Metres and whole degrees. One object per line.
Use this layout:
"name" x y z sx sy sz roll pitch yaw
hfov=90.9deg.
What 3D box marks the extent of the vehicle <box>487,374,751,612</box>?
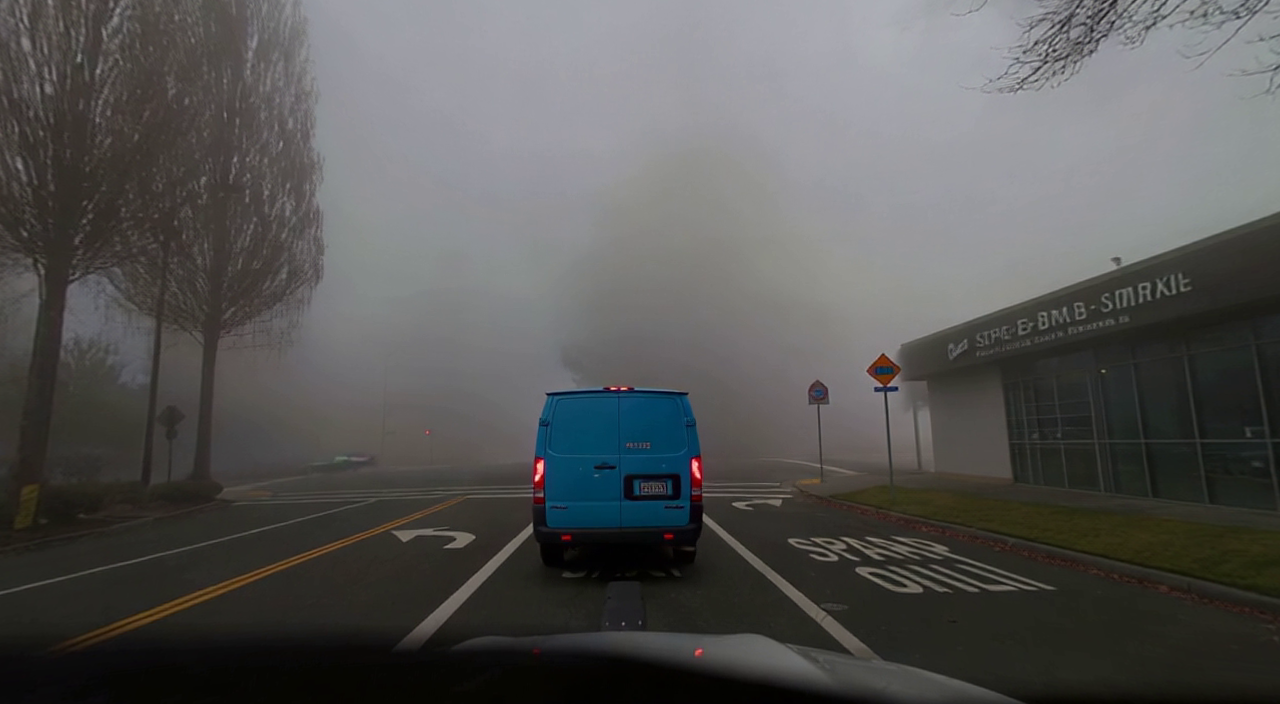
"vehicle" -0.295 1.465 7.293 2.181 1.949 3.932 1 -9 -4
